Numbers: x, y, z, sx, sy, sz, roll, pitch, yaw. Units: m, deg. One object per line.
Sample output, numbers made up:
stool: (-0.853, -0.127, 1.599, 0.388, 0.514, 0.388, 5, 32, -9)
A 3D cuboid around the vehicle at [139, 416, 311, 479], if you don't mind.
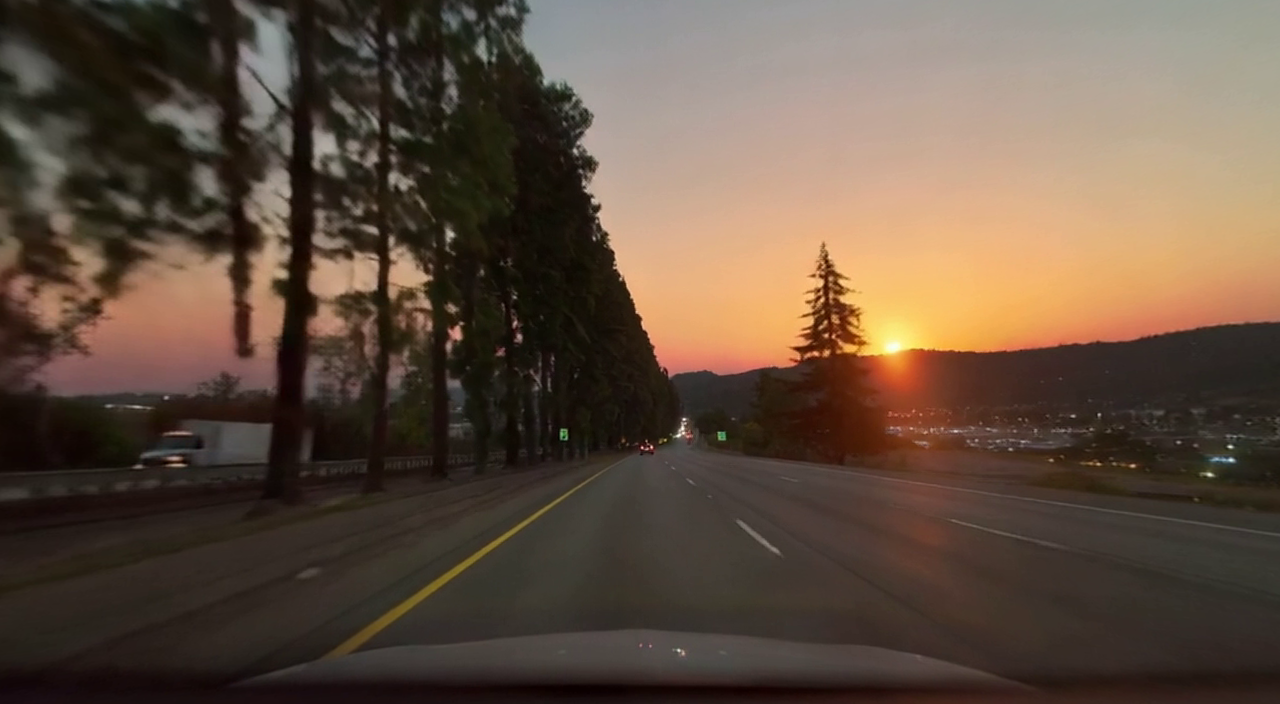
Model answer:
vehicle: (-28.237, 6.684, 44.349, 3.003, 3.702, 13.656, 0, -8, 0)
